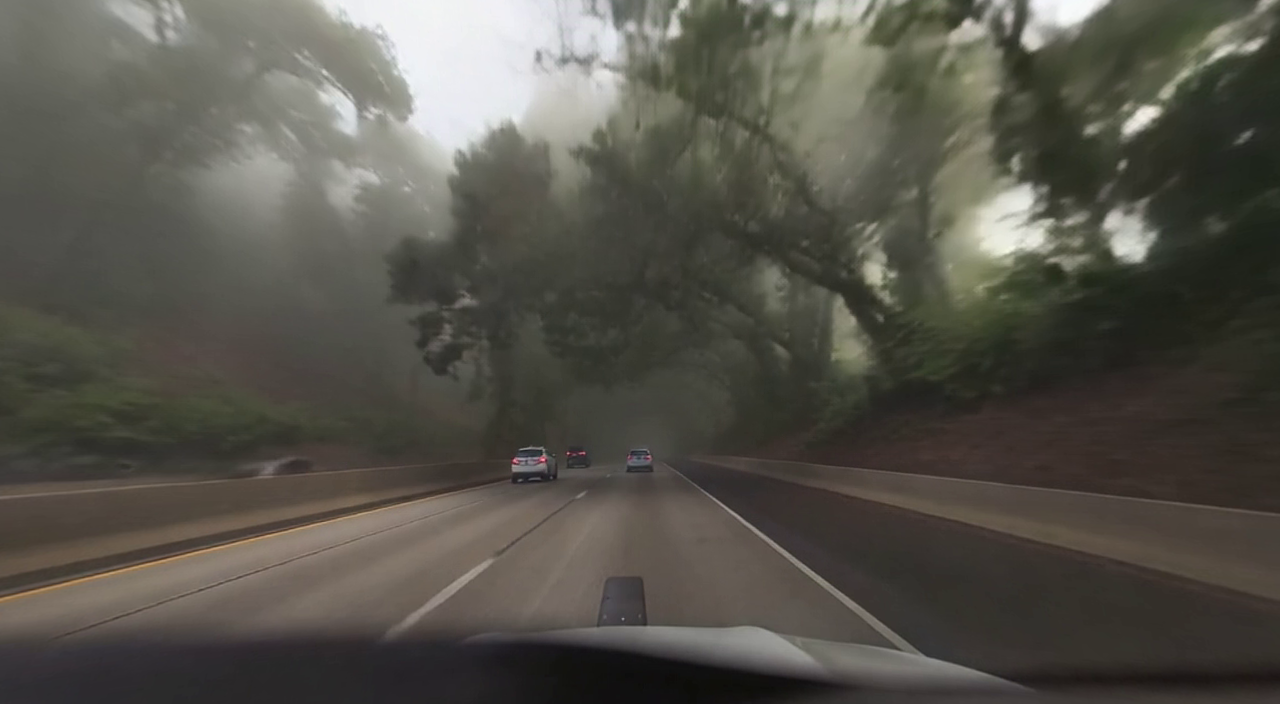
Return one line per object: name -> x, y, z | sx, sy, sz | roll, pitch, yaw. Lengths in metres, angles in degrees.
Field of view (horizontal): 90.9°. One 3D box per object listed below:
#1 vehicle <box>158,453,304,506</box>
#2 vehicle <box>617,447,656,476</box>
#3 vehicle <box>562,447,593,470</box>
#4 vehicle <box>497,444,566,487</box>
vehicle -> -12.544, 3.905, 19.703 | 1.854, 1.428, 4.065 | 0, -9, 0
vehicle -> -0.186, 6.054, 35.027 | 2.001, 1.490, 3.914 | 0, -9, 0
vehicle -> -4.527, 7.778, 46.259 | 1.834, 1.615, 3.624 | 0, -9, 1
vehicle -> -4.145, 4.423, 24.783 | 1.978, 1.538, 3.755 | 0, -9, 1
